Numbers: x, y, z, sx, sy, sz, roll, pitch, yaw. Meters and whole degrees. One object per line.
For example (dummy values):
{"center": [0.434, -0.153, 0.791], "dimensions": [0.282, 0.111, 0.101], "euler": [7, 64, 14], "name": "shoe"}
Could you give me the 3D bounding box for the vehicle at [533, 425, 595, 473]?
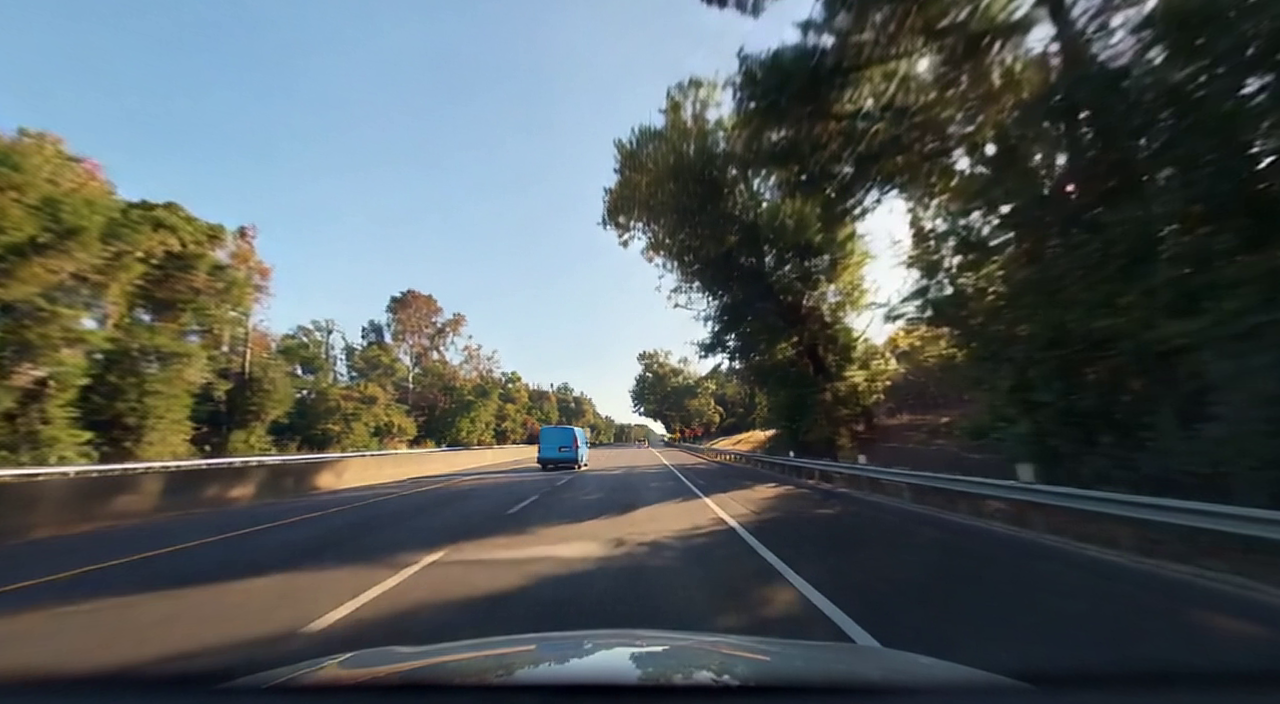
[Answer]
{"center": [-3.135, 4.113, 26.928], "dimensions": [2.041, 1.856, 4.353], "euler": [0, -8, 1], "name": "vehicle"}
